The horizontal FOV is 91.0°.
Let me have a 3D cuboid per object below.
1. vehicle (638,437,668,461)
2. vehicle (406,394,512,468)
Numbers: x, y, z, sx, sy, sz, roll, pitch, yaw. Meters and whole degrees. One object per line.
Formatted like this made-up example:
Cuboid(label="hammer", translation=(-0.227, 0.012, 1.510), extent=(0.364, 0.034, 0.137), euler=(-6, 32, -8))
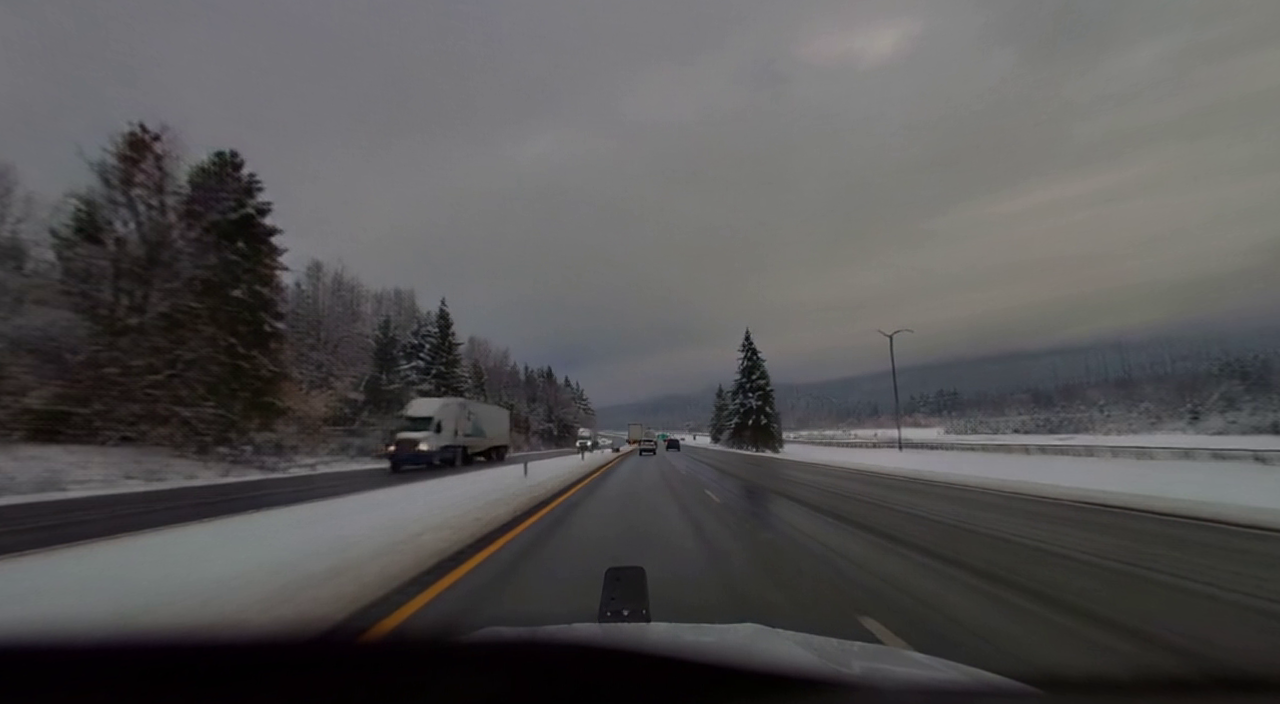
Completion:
Cuboid(label="vehicle", translation=(0.855, 6.556, 42.549), extent=(1.924, 1.498, 3.817), euler=(0, -8, 0))
Cuboid(label="vehicle", translation=(-11.402, 5.332, 41.474), extent=(2.982, 4.126, 12.745), euler=(0, -8, 1))
